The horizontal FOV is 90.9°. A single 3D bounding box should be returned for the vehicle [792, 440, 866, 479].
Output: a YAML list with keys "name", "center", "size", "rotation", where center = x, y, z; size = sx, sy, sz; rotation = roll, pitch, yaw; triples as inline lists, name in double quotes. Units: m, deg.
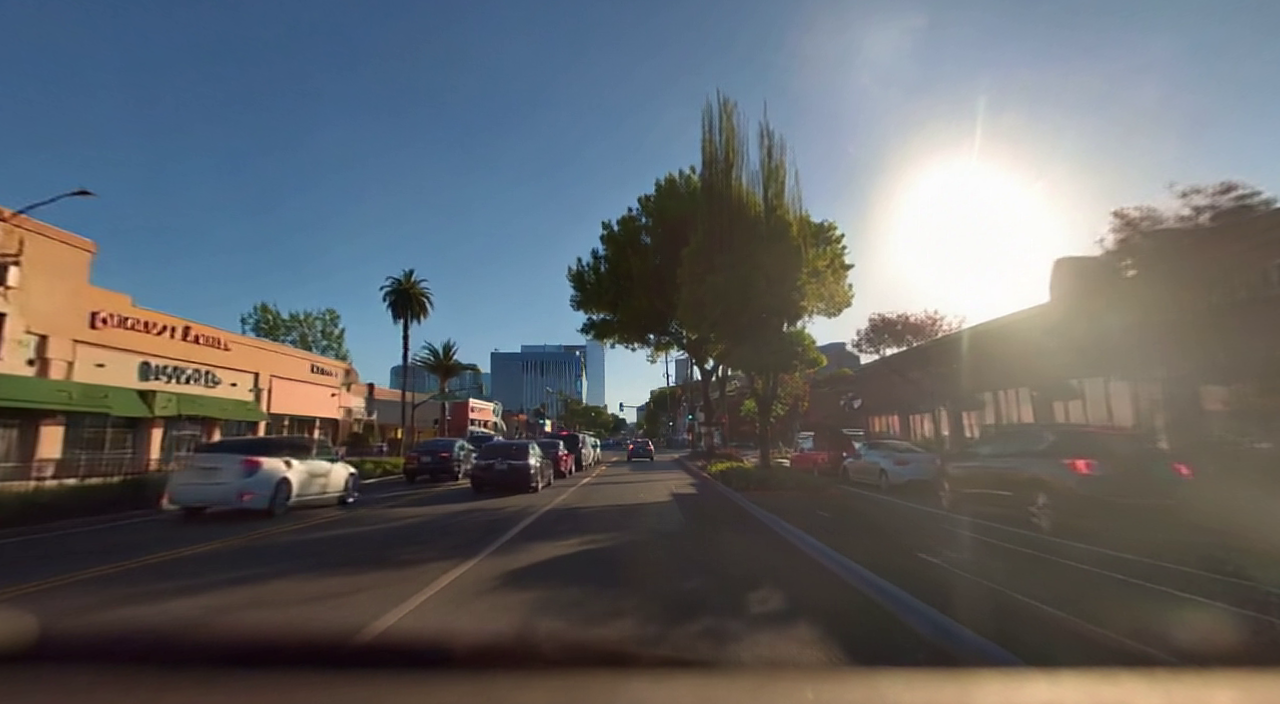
- name: "vehicle"
  center: [7.801, 4.470, 26.441]
  size: [1.888, 1.496, 4.294]
  rotation: [0, -9, 2]

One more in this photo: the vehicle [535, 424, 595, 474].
- name: "vehicle"
  center: [-3.258, 4.343, 28.271]
  size: [2.158, 2.040, 4.511]
  rotation: [0, -9, 0]

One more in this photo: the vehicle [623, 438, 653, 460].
- name: "vehicle"
  center: [-0.081, 7.042, 45.874]
  size: [2.092, 1.497, 4.446]
  rotation: [0, -9, 1]

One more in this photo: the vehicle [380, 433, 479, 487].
- name: "vehicle"
  center: [-6.606, 3.435, 20.301]
  size: [1.668, 1.525, 4.168]
  rotation: [0, -9, 1]

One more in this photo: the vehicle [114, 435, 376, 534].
- name: "vehicle"
  center: [-7.002, 2.360, 11.906]
  size: [2.071, 1.501, 4.339]
  rotation: [0, -9, 1]

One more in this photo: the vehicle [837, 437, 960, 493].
- name: "vehicle"
  center: [7.844, 3.455, 19.631]
  size: [1.985, 1.549, 4.404]
  rotation: [0, -9, 1]

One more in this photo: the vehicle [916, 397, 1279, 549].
- name: "vehicle"
  center: [7.329, 1.991, 11.093]
  size: [2.256, 1.936, 5.838]
  rotation: [0, -9, 0]

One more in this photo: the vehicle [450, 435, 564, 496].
- name: "vehicle"
  center: [-3.500, 3.103, 17.582]
  size: [2.044, 1.462, 4.624]
  rotation: [0, -9, 2]
